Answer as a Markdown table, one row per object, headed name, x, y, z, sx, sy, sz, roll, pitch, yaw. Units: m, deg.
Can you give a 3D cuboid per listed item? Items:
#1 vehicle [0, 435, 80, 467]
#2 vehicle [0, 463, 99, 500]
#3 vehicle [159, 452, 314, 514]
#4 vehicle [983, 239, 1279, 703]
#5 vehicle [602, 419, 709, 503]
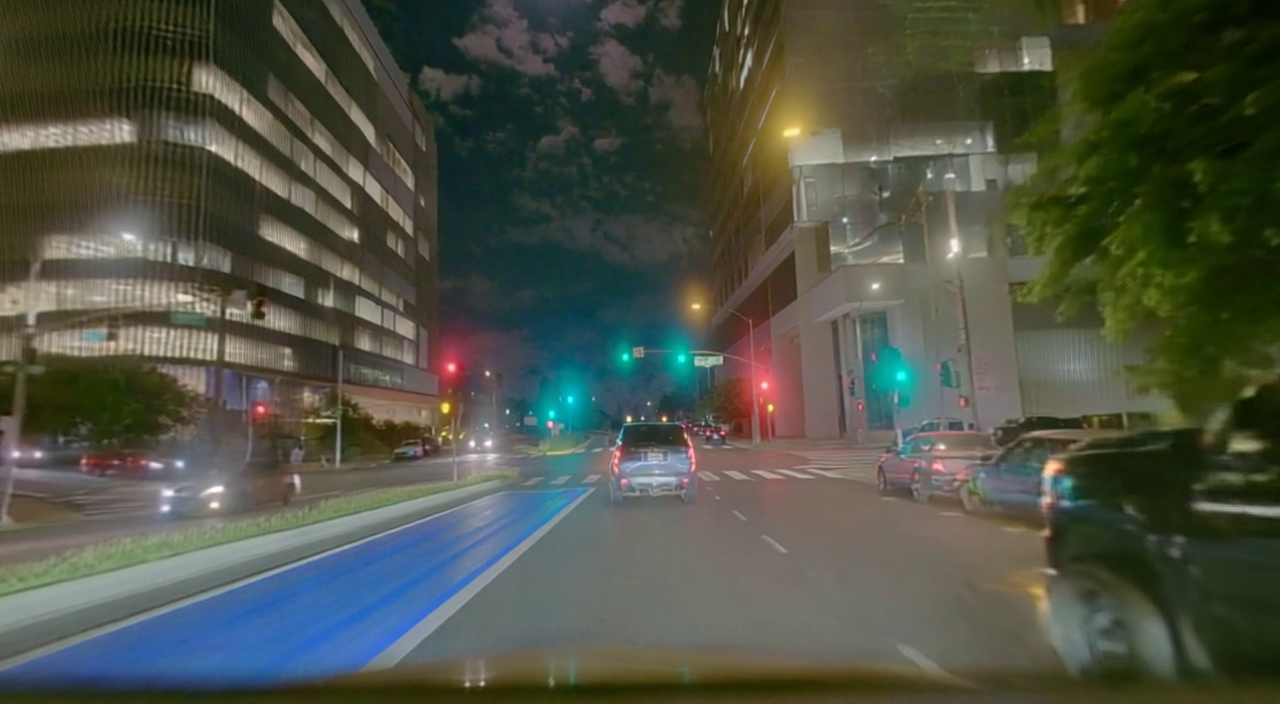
| name | x | y | z | sx | sy | sz | roll | pitch | yaw |
| --- | --- | --- | --- | --- | --- | --- | --- | --- | --- |
| vehicle | -36.449 | 5.899 | 37.597 | 1.966 | 1.807 | 4.441 | 0 | -9 | -1 |
| vehicle | -28.066 | 5.942 | 29.033 | 4.478 | 1.578 | 1.890 | 0 | -9 | 1 |
| vehicle | -13.334 | 4.299 | 21.309 | 2.025 | 1.785 | 4.845 | 0 | -9 | 0 |
| vehicle | 3.347 | 0.426 | 0.546 | 2.487 | 2.048 | 6.443 | 0 | -9 | 0 |
| vehicle | 0.353 | 2.654 | 15.671 | 2.283 | 1.773 | 4.255 | 0 | -9 | 1 |
